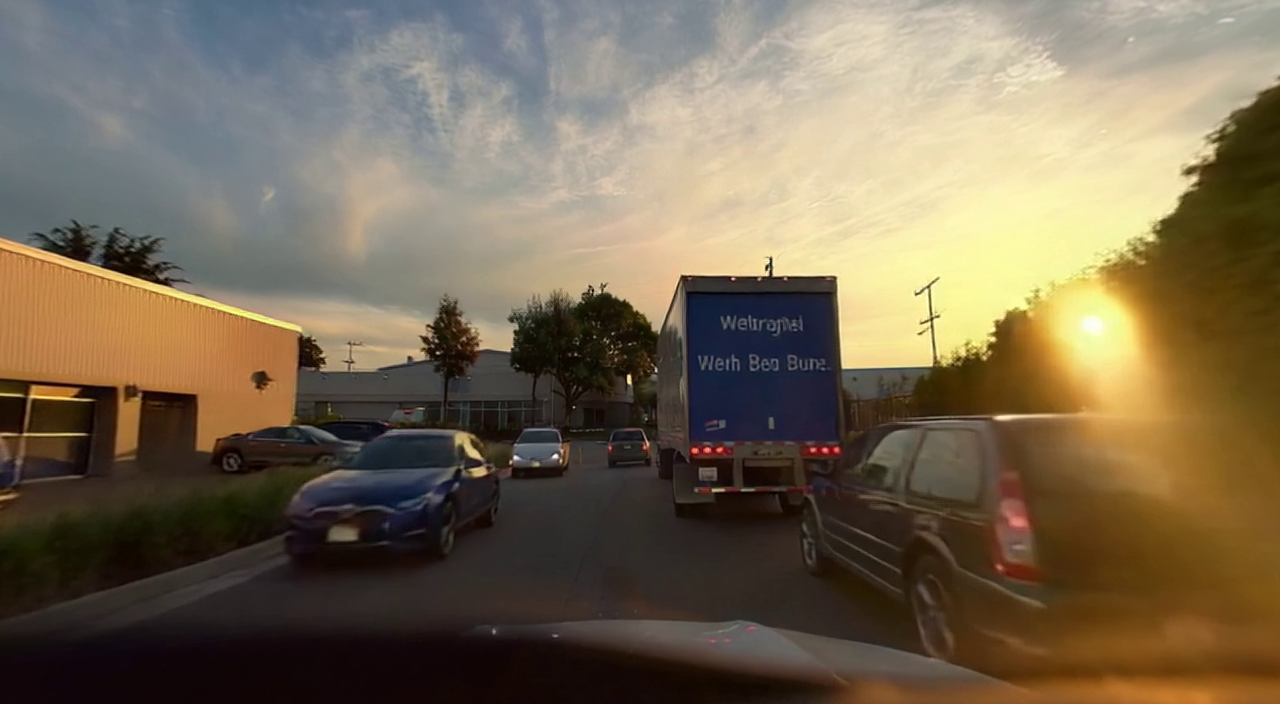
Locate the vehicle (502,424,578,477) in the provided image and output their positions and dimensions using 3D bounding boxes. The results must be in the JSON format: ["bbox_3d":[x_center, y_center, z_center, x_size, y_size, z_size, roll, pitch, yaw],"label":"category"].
[{"bbox_3d":[-3.039,3.059,19.863,1.780,1.488,4.043,0,-8,-1],"label":"vehicle"}]

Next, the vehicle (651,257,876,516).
[{"bbox_3d":[2.042,1.462,17.175,2.865,4.113,14.471,0,-8,-1],"label":"vehicle"}]

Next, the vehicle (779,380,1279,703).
[{"bbox_3d":[2.387,1.126,4.404,1.866,1.531,3.579,0,-8,-2],"label":"vehicle"}]

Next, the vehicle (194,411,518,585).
[{"bbox_3d":[-2.910,1.579,7.742,2.033,1.508,4.298,0,-8,-1],"label":"vehicle"}]

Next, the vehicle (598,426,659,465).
[{"bbox_3d":[-0.390,3.909,26.405,2.160,1.498,3.909,-1,-8,5],"label":"vehicle"}]
